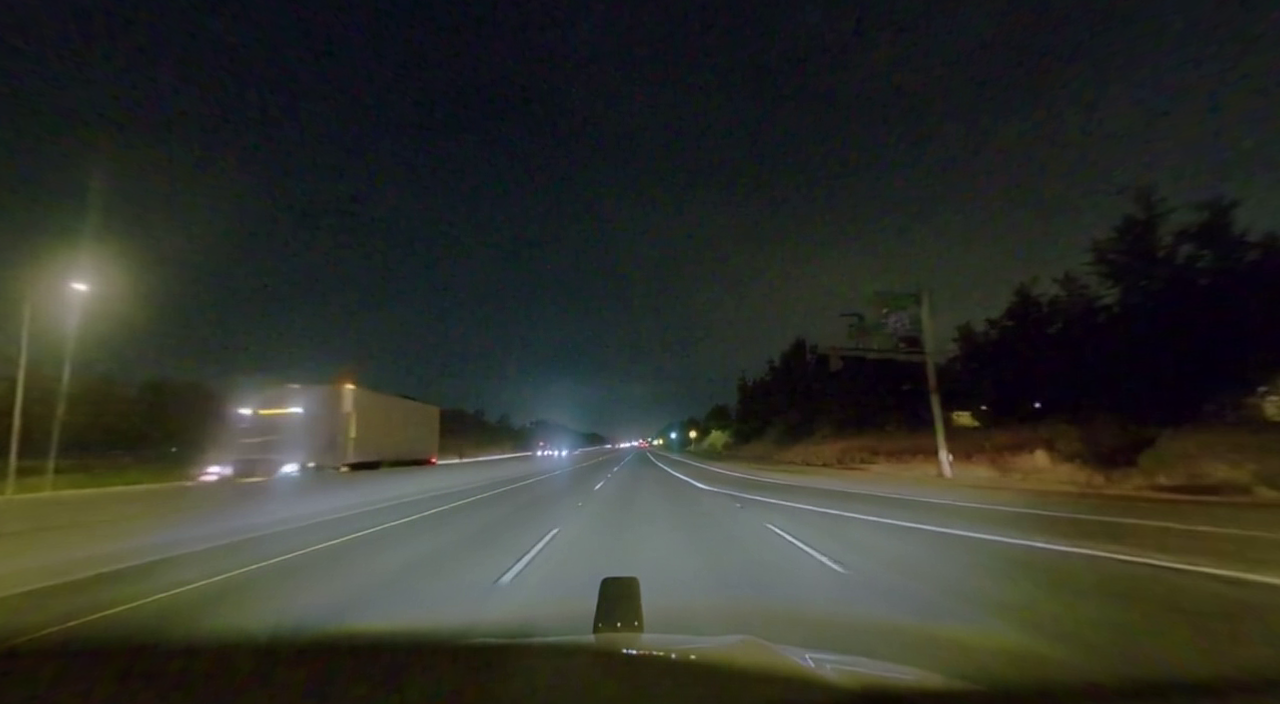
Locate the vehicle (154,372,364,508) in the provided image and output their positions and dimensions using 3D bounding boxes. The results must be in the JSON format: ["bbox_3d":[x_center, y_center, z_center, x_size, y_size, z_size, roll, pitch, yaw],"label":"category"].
[{"bbox_3d":[-11.917,2.894,20.484,2.993,3.759,5.901,0,-9,0],"label":"vehicle"}]
